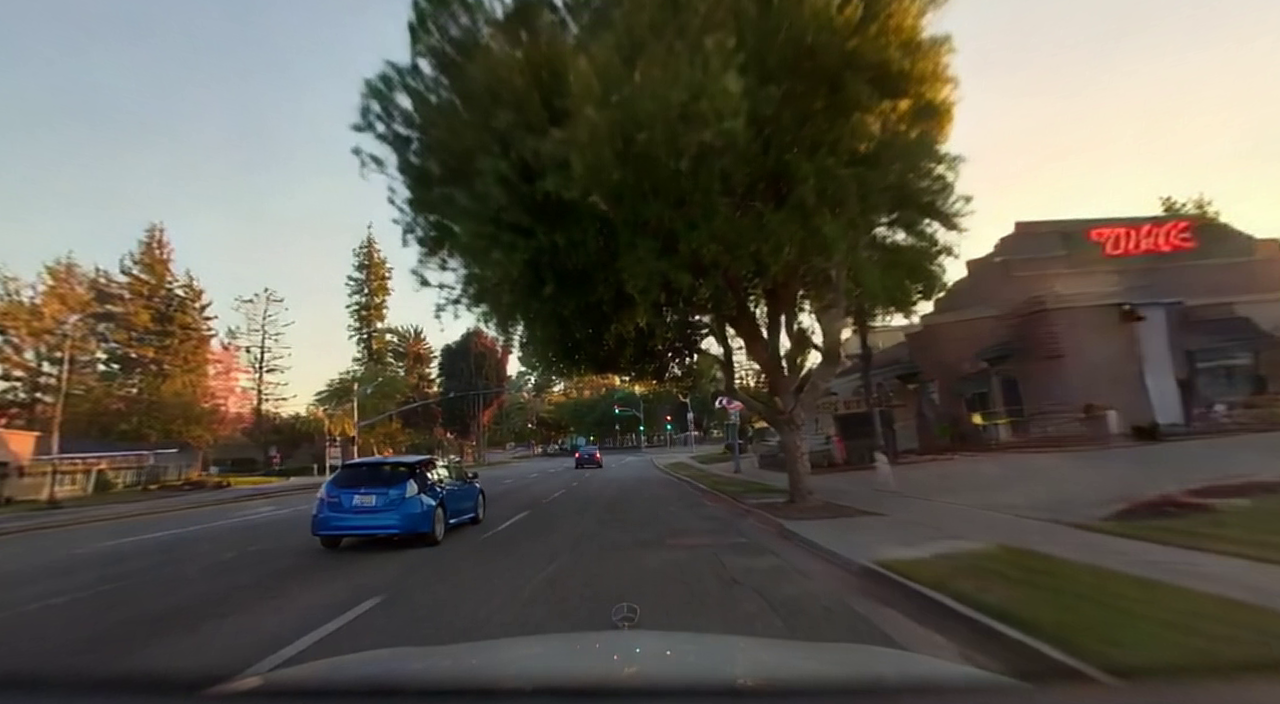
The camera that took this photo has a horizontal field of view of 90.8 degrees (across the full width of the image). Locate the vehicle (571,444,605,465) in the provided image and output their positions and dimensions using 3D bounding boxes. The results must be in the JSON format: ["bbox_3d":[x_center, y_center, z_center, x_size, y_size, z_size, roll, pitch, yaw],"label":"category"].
[{"bbox_3d":[-3.700,7.392,45.733,2.054,1.449,4.772,0,-8,1],"label":"vehicle"}]
